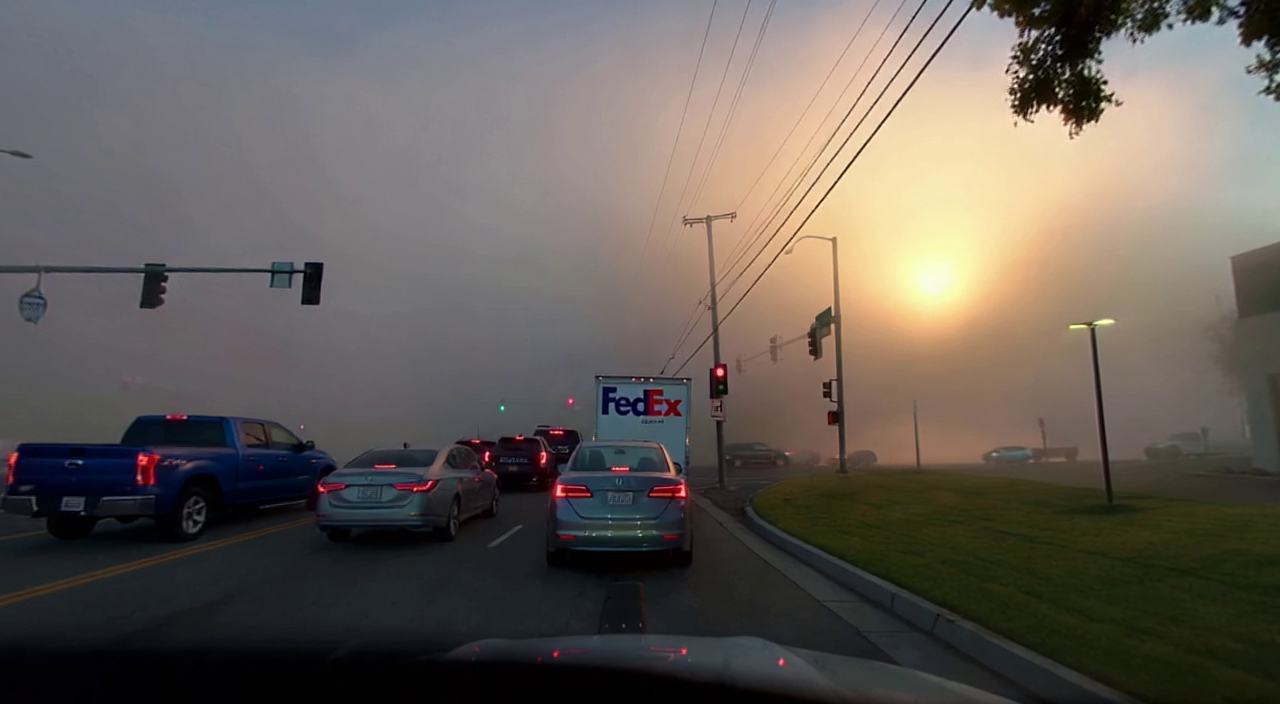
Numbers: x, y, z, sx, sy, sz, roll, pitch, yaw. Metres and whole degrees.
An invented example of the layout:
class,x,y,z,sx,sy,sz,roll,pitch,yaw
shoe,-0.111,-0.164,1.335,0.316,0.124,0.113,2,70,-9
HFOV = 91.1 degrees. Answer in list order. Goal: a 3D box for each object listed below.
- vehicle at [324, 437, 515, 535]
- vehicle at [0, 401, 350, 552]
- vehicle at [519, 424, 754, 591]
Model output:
class,x,y,z,sx,sy,sz,roll,pitch,yaw
vehicle,-3.855,2.402,11.949,1.949,1.487,4.390,0,-9,1
vehicle,-7.267,1.983,10.745,2.125,1.893,5.498,0,-9,-2
vehicle,-0.036,1.748,7.953,2.145,1.513,4.269,0,-9,0
